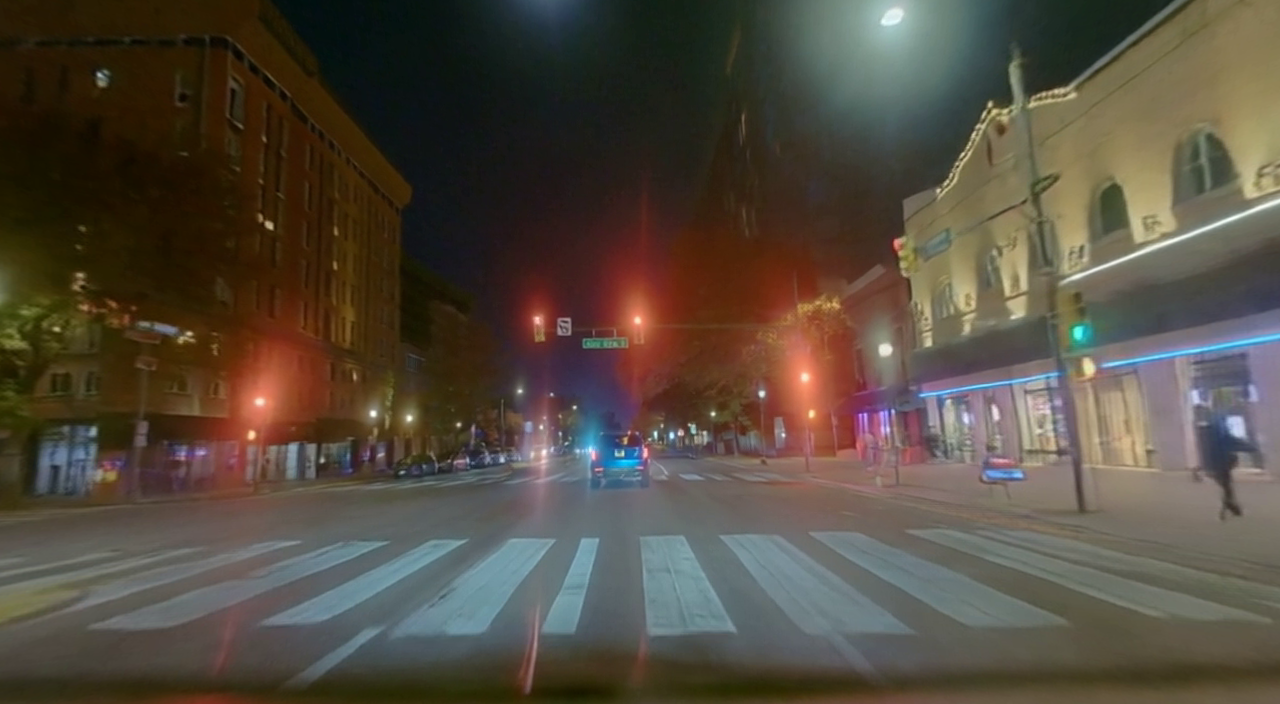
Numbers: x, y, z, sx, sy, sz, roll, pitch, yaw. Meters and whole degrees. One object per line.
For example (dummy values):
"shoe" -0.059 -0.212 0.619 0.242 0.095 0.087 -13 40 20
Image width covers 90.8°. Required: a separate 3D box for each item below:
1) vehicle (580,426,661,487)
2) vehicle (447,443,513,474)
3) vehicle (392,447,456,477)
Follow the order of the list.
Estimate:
"vehicle" -0.575 3.424 21.040 2.382 1.796 4.610 0 -8 0
"vehicle" -8.319 5.574 33.331 2.152 1.468 4.737 0 -8 1
"vehicle" -11.781 6.024 34.803 1.972 1.475 4.381 0 -8 0
